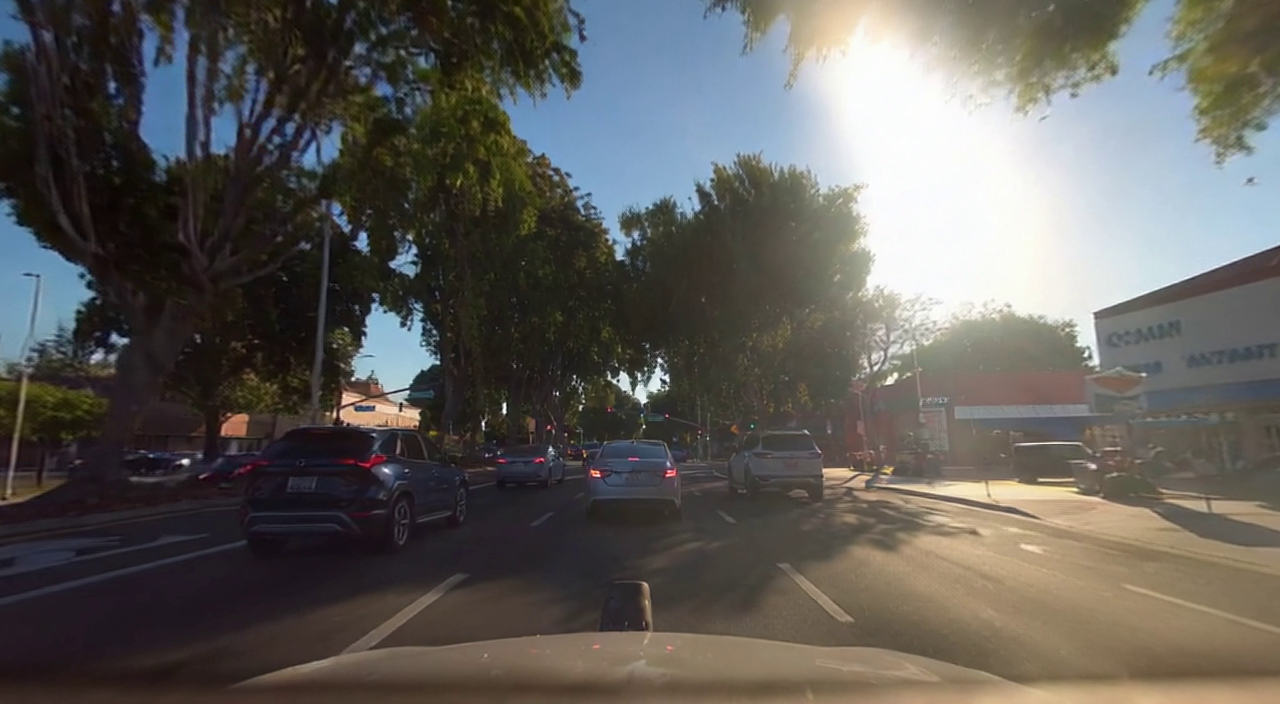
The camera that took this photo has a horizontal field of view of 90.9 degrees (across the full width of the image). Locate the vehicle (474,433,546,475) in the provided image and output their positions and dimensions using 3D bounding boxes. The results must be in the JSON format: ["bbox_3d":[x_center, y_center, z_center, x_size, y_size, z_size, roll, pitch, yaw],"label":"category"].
[{"bbox_3d":[-6.736,5.379,33.413,2.321,2.013,5.640,0,-8,3],"label":"vehicle"}]

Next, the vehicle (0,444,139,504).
[{"bbox_3d":[-19.353,3.922,20.792,1.888,1.717,4.517,0,-8,0],"label":"vehicle"}]

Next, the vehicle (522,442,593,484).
[{"bbox_3d":[-3.152,4.360,25.059,2.126,1.490,4.265,0,-8,2],"label":"vehicle"}]

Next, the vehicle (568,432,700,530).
[{"bbox_3d":[-0.098,2.395,12.262,2.121,1.563,4.031,0,-8,0],"label":"vehicle"}]

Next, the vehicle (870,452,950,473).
[{"bbox_3d":[19.206,7.869,44.991,4.795,1.457,1.986,0,-8,4],"label":"vehicle"}]

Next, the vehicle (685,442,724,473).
[{"bbox_3d":[3.651,5.992,36.125,1.848,1.665,3.747,0,-8,0],"label":"vehicle"}]

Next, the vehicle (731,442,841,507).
[{"bbox_3d":[3.666,3.141,16.698,1.979,1.485,4.207,0,-8,1],"label":"vehicle"}]

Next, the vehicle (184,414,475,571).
[{"bbox_3d":[-3.912,1.826,8.915,1.983,1.685,3.997,0,-8,1],"label":"vehicle"}]

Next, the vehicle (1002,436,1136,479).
[{"bbox_3d":[17.939,4.402,26.557,1.907,1.669,4.147,5,-10,-28],"label":"vehicle"}]
